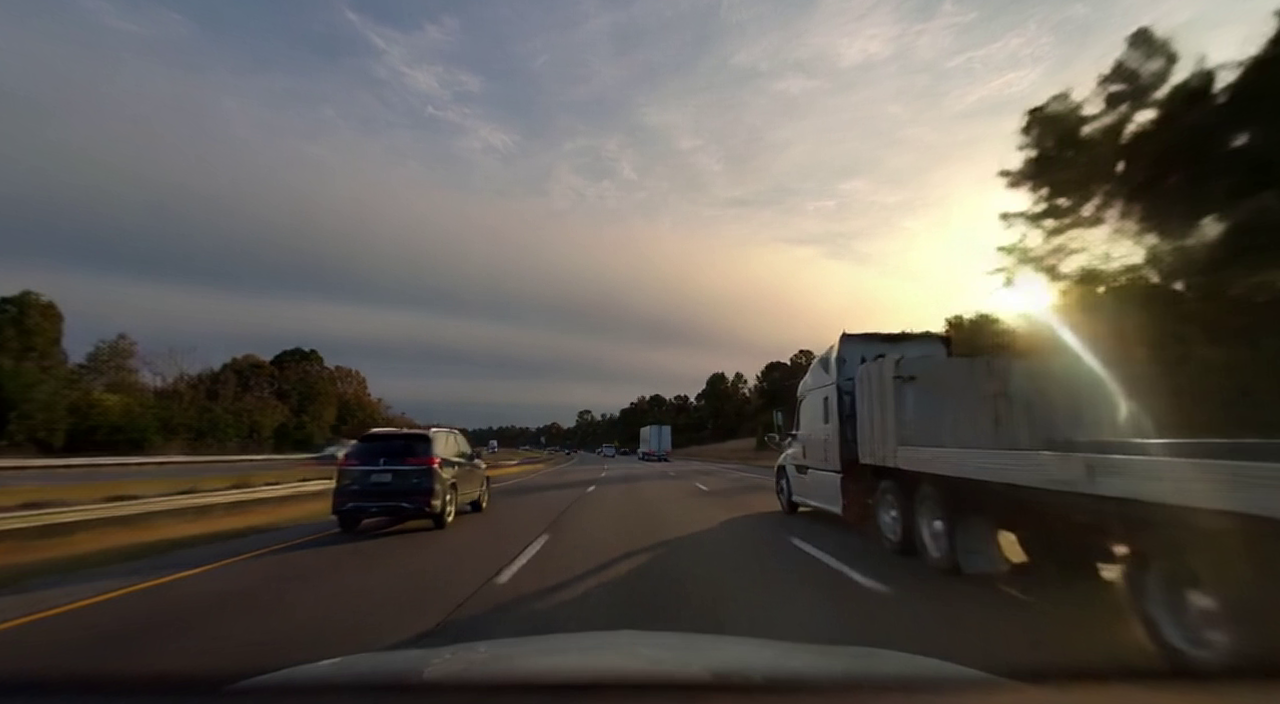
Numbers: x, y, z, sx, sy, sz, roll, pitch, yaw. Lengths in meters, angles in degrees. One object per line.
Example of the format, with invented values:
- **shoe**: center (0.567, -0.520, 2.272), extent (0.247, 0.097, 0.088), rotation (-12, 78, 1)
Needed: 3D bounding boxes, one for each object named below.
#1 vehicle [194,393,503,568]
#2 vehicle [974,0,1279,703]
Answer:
- **vehicle**: center (-3.822, 1.827, 9.655), extent (2.337, 1.942, 4.984), rotation (0, -9, 0)
- **vehicle**: center (4.274, -0.487, 1.017), extent (2.826, 4.035, 8.369), rotation (0, -9, 1)
